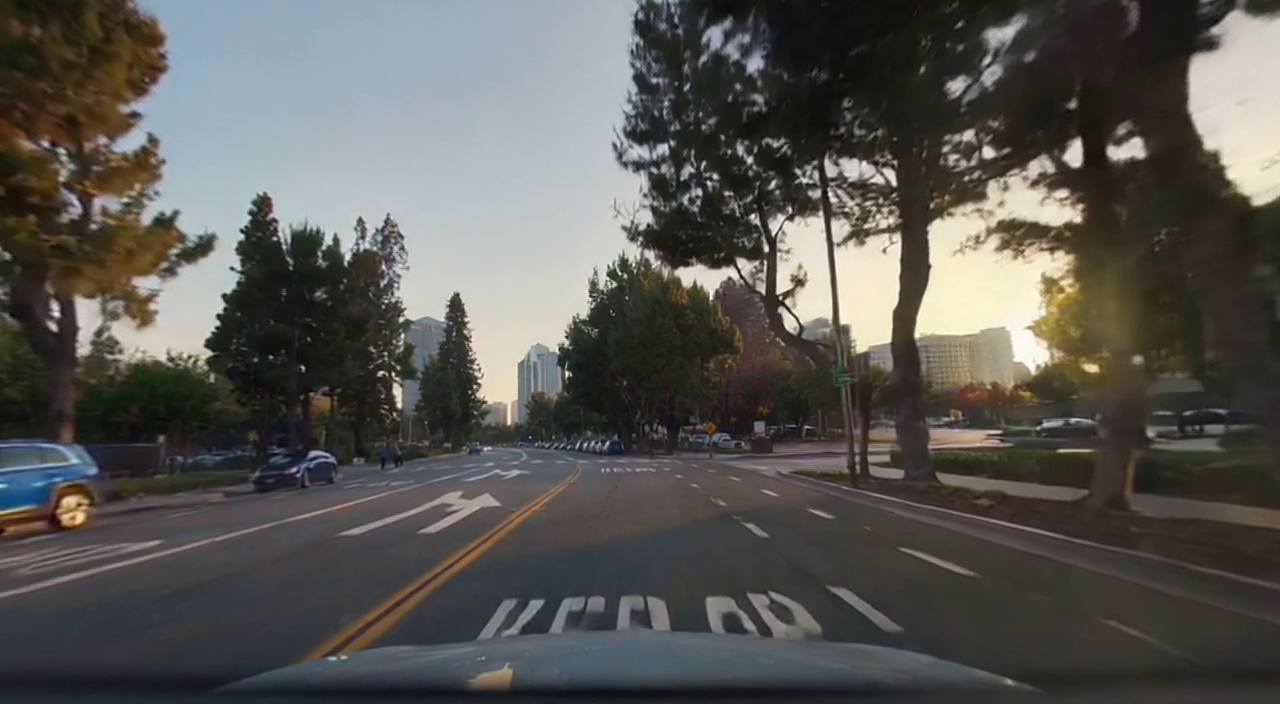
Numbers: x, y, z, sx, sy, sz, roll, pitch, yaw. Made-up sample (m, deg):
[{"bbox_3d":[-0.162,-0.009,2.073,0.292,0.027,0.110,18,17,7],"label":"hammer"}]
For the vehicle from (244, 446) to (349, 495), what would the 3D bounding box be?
[{"bbox_3d":[-13.917,4.809,25.967,2.090,1.680,4.434,-3,-9,-4],"label":"vehicle"}]

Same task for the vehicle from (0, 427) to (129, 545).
[{"bbox_3d":[-12.946,2.598,12.027,2.314,2.144,5.403,-4,-7,-5],"label":"vehicle"}]
